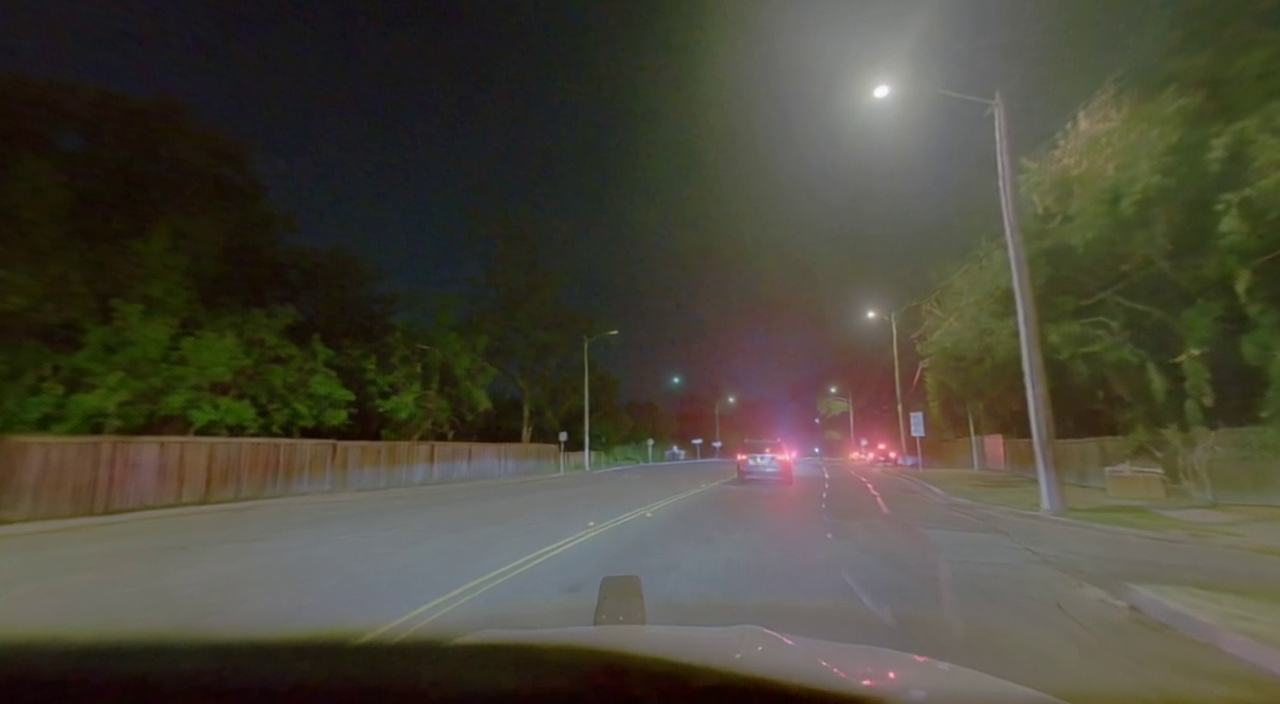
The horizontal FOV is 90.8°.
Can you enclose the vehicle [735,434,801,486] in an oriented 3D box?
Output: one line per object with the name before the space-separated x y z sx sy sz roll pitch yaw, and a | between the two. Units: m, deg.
vehicle | 5.122 4.214 24.809 2.230 1.827 4.580 -2 -9 14
